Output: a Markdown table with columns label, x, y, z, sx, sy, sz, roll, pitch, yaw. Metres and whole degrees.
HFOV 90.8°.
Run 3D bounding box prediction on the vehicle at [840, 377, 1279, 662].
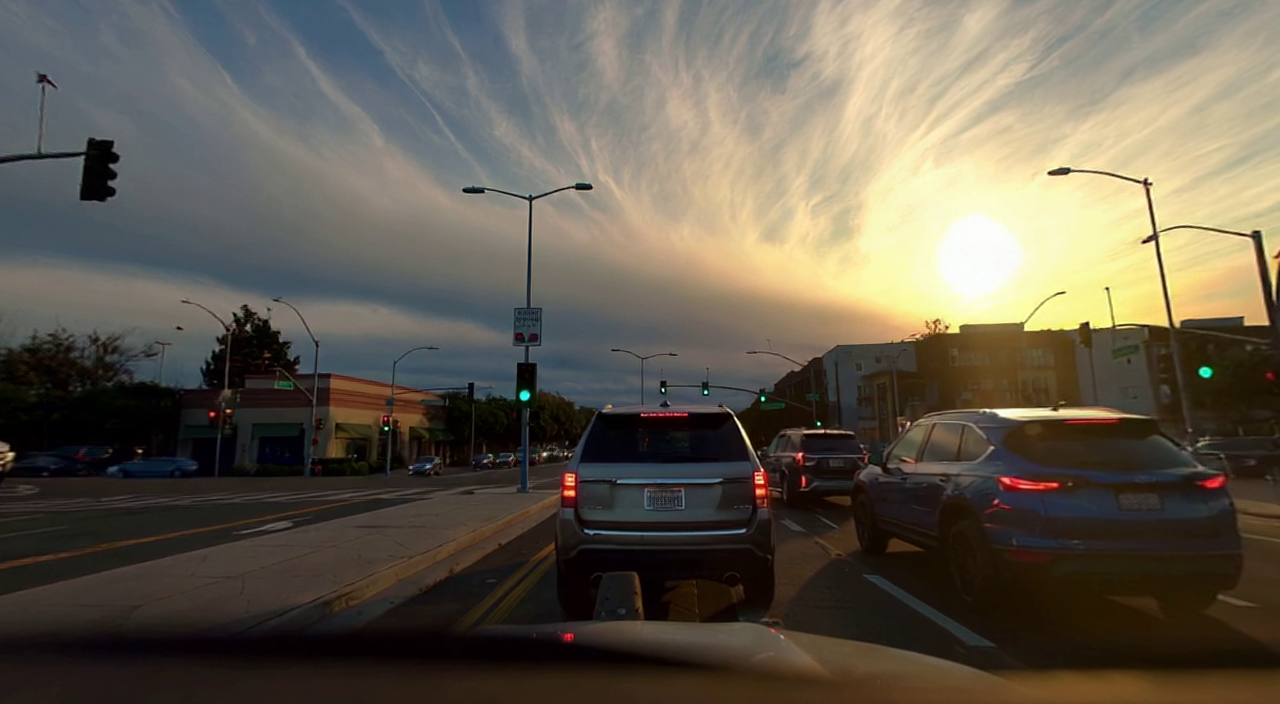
| label | x | y | z | sx | sy | sz | roll | pitch | yaw |
| --- | --- | --- | --- | --- | --- | --- | --- | --- | --- |
| vehicle | 3.559 | 1.325 | 6.010 | 2.018 | 1.701 | 4.288 | 0 | -9 | 2 |

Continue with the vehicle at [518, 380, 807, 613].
| label | x | y | z | sx | sy | sz | roll | pitch | yaw |
| --- | --- | --- | --- | --- | --- | --- | --- | --- | --- |
| vehicle | 0.219 | 1.476 | 7.308 | 2.292 | 1.840 | 4.394 | 0 | -9 | 1 |

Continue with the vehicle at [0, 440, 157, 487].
| label | x | y | z | sx | sy | sz | roll | pitch | yaw |
| --- | --- | --- | --- | --- | --- | --- | --- | --- | --- |
| vehicle | -24.555 | 4.838 | 27.549 | 5.062 | 1.946 | 2.243 | 0 | -9 | -1 |
